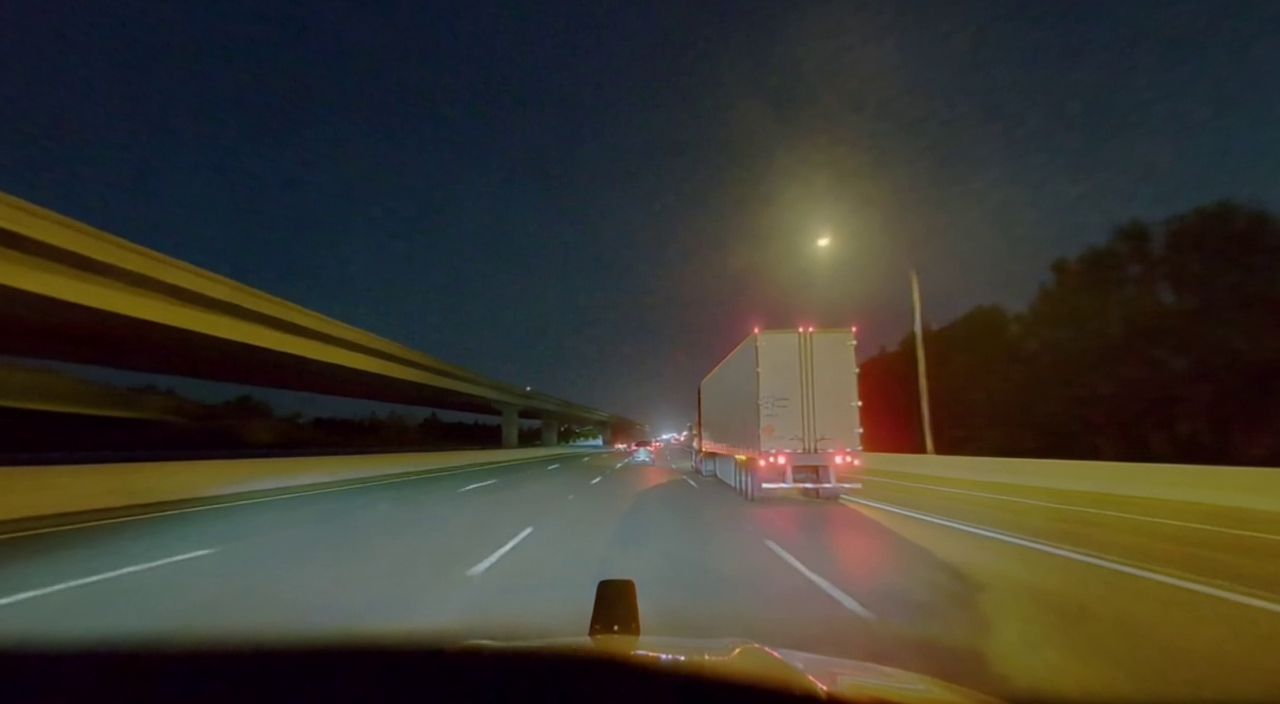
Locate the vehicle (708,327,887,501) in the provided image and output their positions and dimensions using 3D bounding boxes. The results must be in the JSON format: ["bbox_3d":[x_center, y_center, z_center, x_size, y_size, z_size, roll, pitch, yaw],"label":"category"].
[{"bbox_3d":[4.196,2.154,19.796,2.964,4.063,10.072,0,-9,0],"label":"vehicle"}]

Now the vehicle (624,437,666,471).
[{"bbox_3d":[0.310,5.407,33.642,2.077,1.716,4.514,0,-9,1],"label":"vehicle"}]
